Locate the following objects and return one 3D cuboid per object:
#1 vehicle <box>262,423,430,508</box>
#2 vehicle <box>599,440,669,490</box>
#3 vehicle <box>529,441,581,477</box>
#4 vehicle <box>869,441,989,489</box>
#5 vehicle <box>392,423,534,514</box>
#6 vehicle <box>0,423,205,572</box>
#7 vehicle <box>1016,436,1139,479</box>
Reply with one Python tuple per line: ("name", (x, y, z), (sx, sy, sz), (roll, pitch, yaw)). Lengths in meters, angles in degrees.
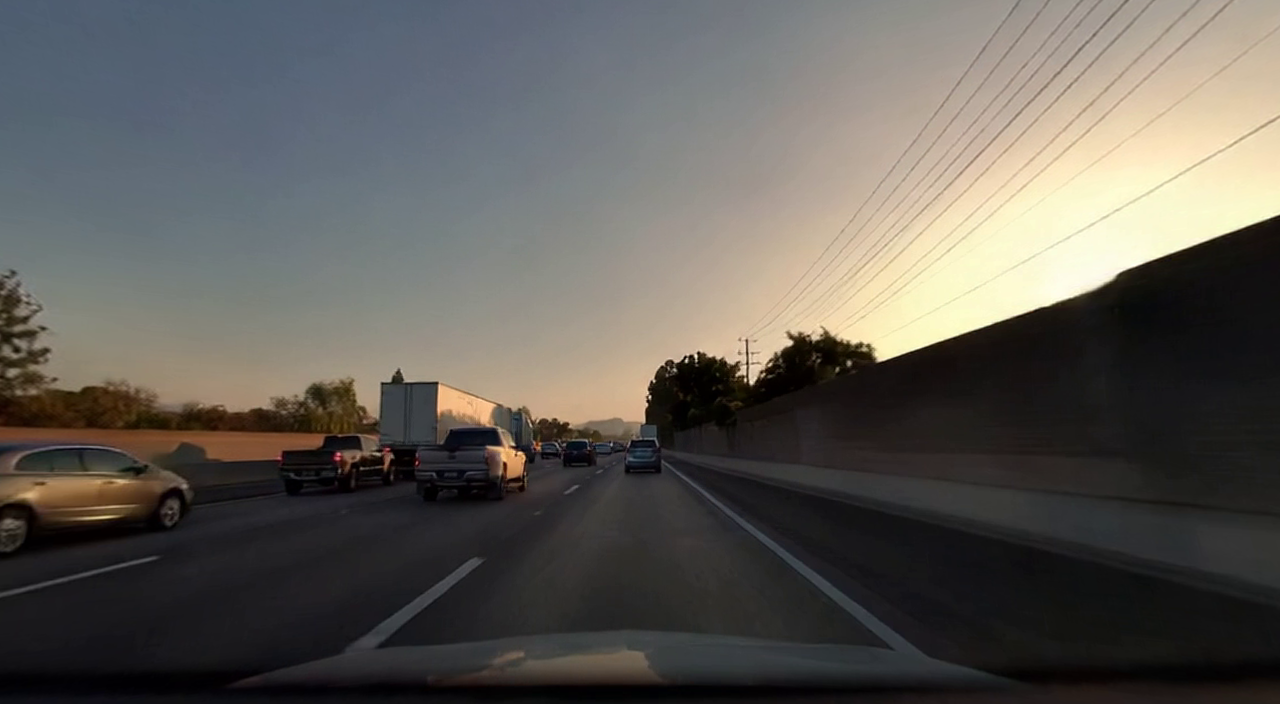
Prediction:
("vehicle", (-6.926, 2.721, 15.527), (2.027, 1.762, 4.386), (0, -9, 0))
("vehicle", (-0.196, 3.677, 20.929), (2.089, 1.477, 3.818), (0, -8, 0))
("vehicle", (-3.848, 4.890, 29.125), (1.870, 1.485, 4.304), (0, -8, -1))
("vehicle", (10.077, 3.953, 22.525), (1.974, 1.495, 4.734), (0, -9, -1))
("vehicle", (-3.742, 2.554, 14.275), (1.923, 1.716, 4.289), (0, -8, 1))
("vehicle", (-7.647, 1.578, 7.053), (2.165, 1.511, 4.810), (0, -8, 0))
("vehicle", (17.766, 4.297, 25.982), (1.936, 1.591, 4.362), (0, -9, 0))
